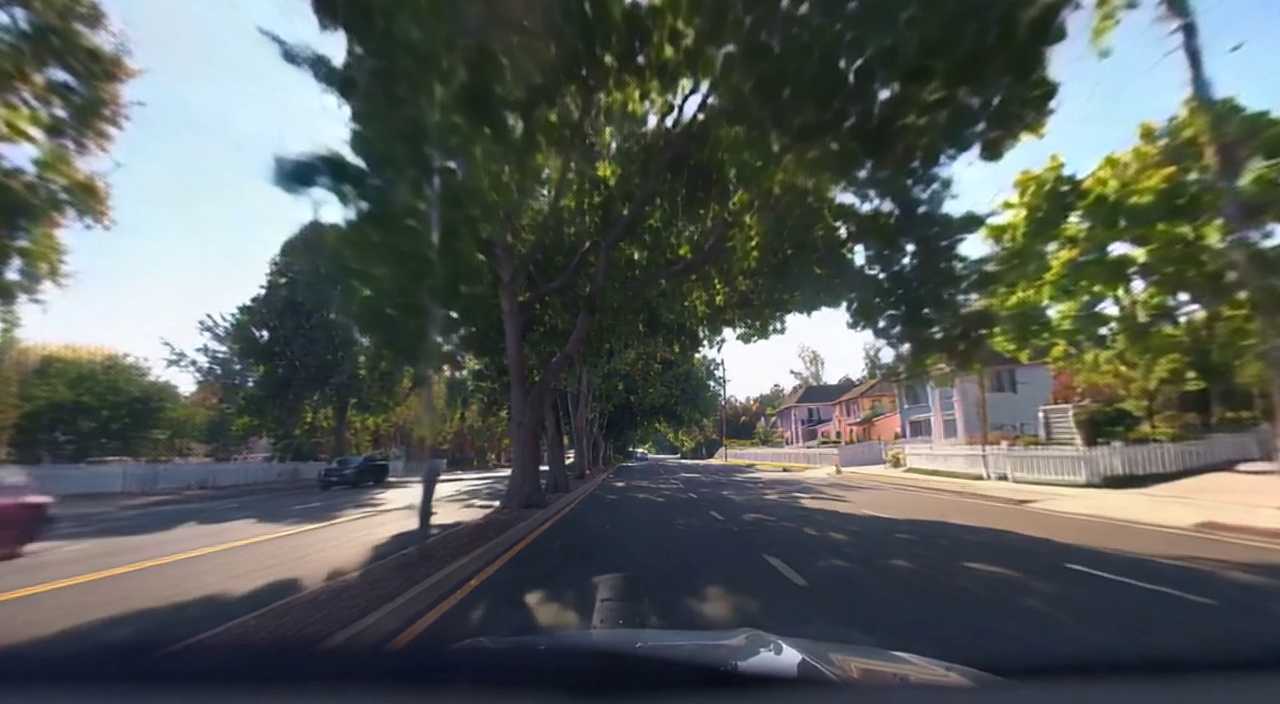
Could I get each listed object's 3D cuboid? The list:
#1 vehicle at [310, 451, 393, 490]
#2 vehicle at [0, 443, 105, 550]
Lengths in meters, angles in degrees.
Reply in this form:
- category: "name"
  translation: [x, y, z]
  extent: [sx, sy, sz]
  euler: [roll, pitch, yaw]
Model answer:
- category: "vehicle"
  translation: [-14.487, 5.943, 32.021]
  extent: [1.919, 1.700, 4.685]
  euler: [-1, -8, 1]
- category: "vehicle"
  translation: [-10.473, 2.100, 8.950]
  extent: [2.011, 1.553, 4.390]
  euler: [0, -8, -2]
